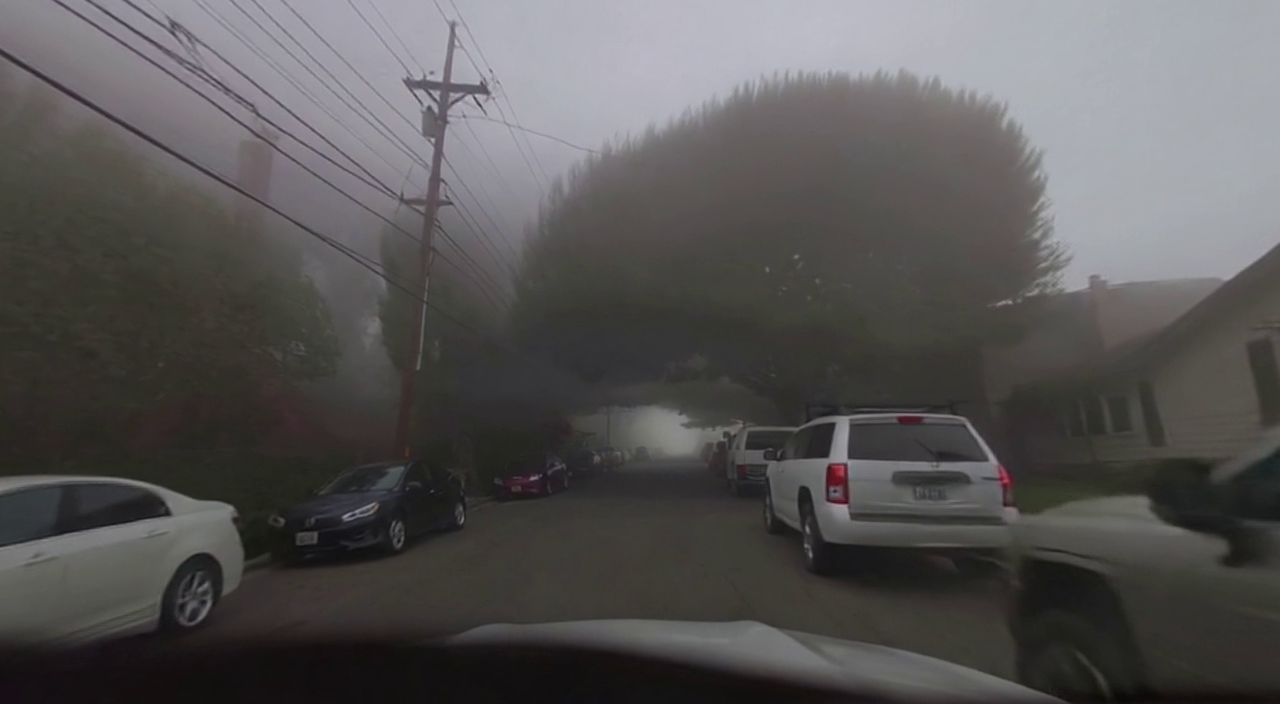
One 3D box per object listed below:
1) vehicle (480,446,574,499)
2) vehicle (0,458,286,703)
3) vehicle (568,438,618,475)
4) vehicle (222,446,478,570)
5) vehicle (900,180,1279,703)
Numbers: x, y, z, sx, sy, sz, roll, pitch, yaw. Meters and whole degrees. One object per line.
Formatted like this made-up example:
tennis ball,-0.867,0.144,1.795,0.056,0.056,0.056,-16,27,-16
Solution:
vehicle,-3.574,3.892,20.942,1.988,1.541,4.686,-1,-8,4
vehicle,-4.629,1.449,4.060,1.932,1.431,4.198,-1,-8,7
vehicle,-2.599,5.978,36.376,2.280,1.953,5.092,-1,-8,3
vehicle,-4.268,2.300,10.225,1.796,1.532,4.244,-1,-8,6
vehicle,2.270,0.526,0.820,2.032,1.839,4.597,0,-8,2
